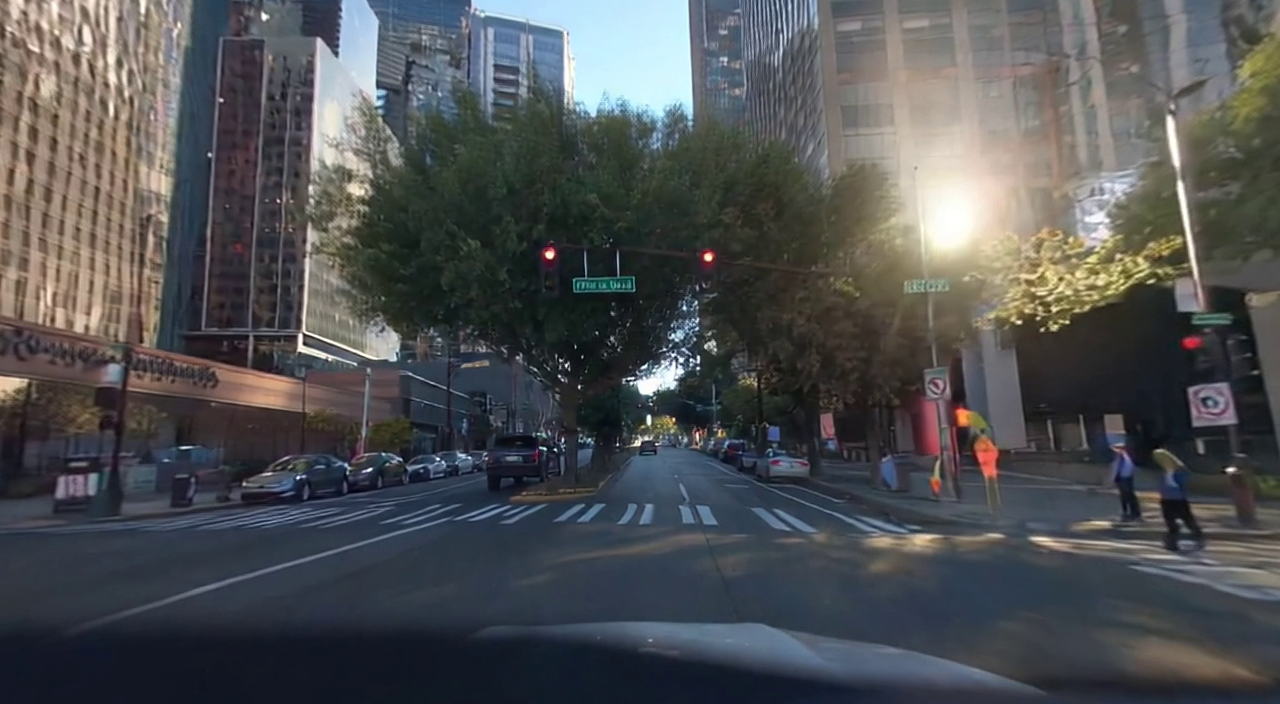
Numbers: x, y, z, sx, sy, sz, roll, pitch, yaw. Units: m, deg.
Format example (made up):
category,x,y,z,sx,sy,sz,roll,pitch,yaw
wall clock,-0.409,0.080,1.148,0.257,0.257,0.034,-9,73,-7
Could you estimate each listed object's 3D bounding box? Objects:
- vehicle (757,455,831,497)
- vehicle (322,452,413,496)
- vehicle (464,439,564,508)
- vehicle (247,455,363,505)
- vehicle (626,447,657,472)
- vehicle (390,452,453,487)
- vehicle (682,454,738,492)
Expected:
category,x,y,z,sx,sy,sz,roll,pitch,yaw
vehicle,6.154,4.994,25.799,1.882,1.479,4.652,0,-8,0
vehicle,-12.360,5.515,28.938,1.938,1.729,4.628,-2,-9,3
vehicle,-3.750,3.661,19.693,2.176,1.804,4.740,-2,-8,0
vehicle,-12.566,4.796,24.015,2.118,1.644,4.188,0,-8,-1
vehicle,0.127,8.023,47.143,2.165,1.749,4.078,0,-8,1
vehicle,-12.064,6.484,35.097,1.854,1.727,4.426,0,-8,1
vehicle,2.906,5.081,26.793,1.919,1.371,3.583,2,-8,0
